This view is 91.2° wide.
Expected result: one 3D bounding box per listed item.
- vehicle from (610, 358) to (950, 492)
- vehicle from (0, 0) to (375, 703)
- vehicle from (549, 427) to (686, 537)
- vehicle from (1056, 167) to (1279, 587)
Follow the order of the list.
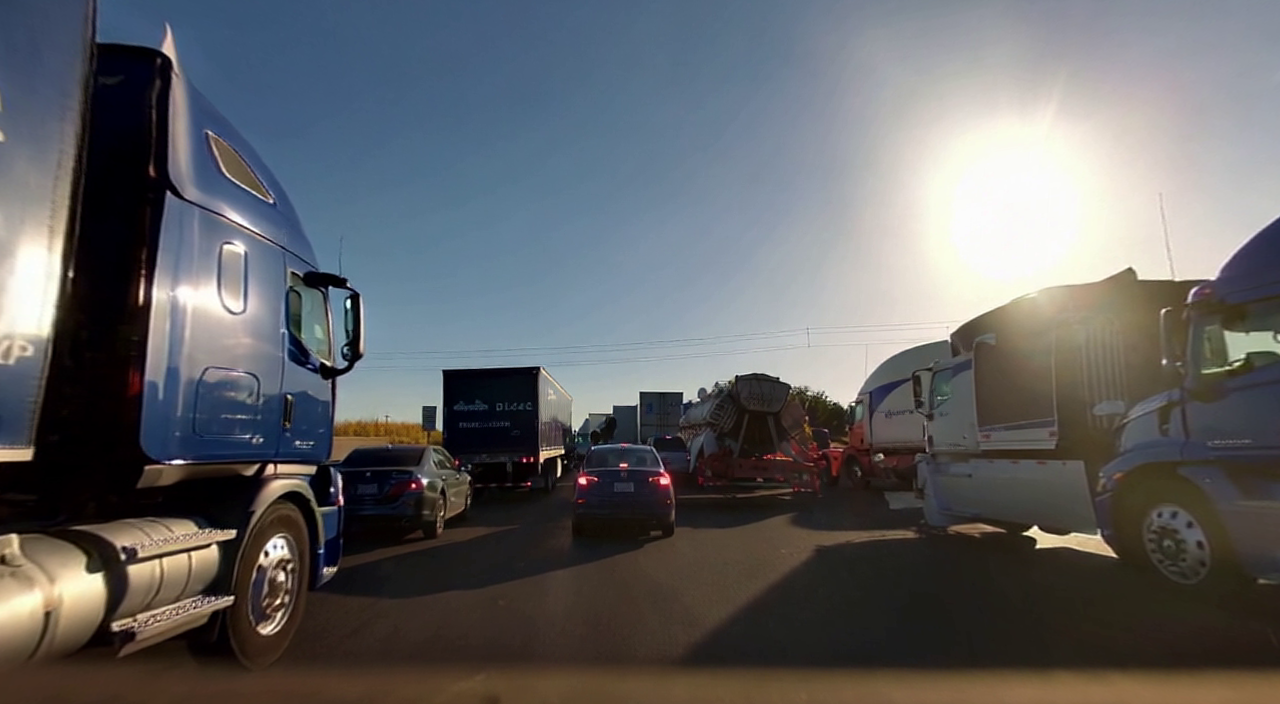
[{"bbox_3d":[4.478,3.168,25.727,2.877,4.124,14.516,4,-9,-41],"label":"vehicle"},{"bbox_3d":[-3.951,-0.092,1.318,2.986,3.391,9.523,0,-9,-3],"label":"vehicle"},{"bbox_3d":[-0.388,2.346,11.842,2.140,1.682,3.971,0,-9,-1],"label":"vehicle"},{"bbox_3d":[11.170,-0.219,3.957,13.564,4.152,3.110,-9,-12,42],"label":"vehicle"}]
